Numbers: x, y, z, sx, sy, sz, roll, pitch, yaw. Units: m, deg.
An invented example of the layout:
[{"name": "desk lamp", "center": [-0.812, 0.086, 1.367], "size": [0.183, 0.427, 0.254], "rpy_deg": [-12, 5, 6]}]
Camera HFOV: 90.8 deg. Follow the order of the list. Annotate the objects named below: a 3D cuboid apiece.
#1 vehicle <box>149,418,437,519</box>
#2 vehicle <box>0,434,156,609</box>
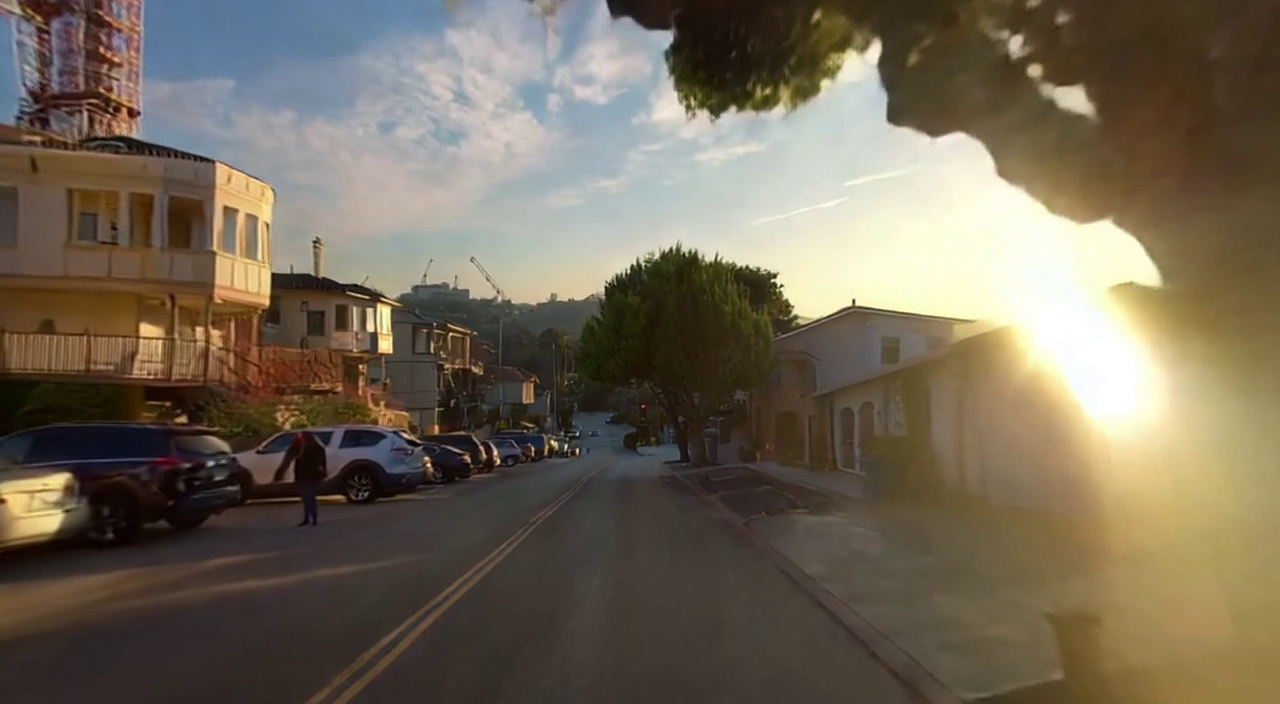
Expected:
[{"name": "vehicle", "center": [-7.407, 2.531, 13.951], "size": [4.981, 1.975, 2.296], "rpy_deg": [-1, -9, 3]}, {"name": "vehicle", "center": [-7.690, 1.659, 6.476], "size": [3.908, 1.544, 1.789], "rpy_deg": [0, -9, -1]}]
